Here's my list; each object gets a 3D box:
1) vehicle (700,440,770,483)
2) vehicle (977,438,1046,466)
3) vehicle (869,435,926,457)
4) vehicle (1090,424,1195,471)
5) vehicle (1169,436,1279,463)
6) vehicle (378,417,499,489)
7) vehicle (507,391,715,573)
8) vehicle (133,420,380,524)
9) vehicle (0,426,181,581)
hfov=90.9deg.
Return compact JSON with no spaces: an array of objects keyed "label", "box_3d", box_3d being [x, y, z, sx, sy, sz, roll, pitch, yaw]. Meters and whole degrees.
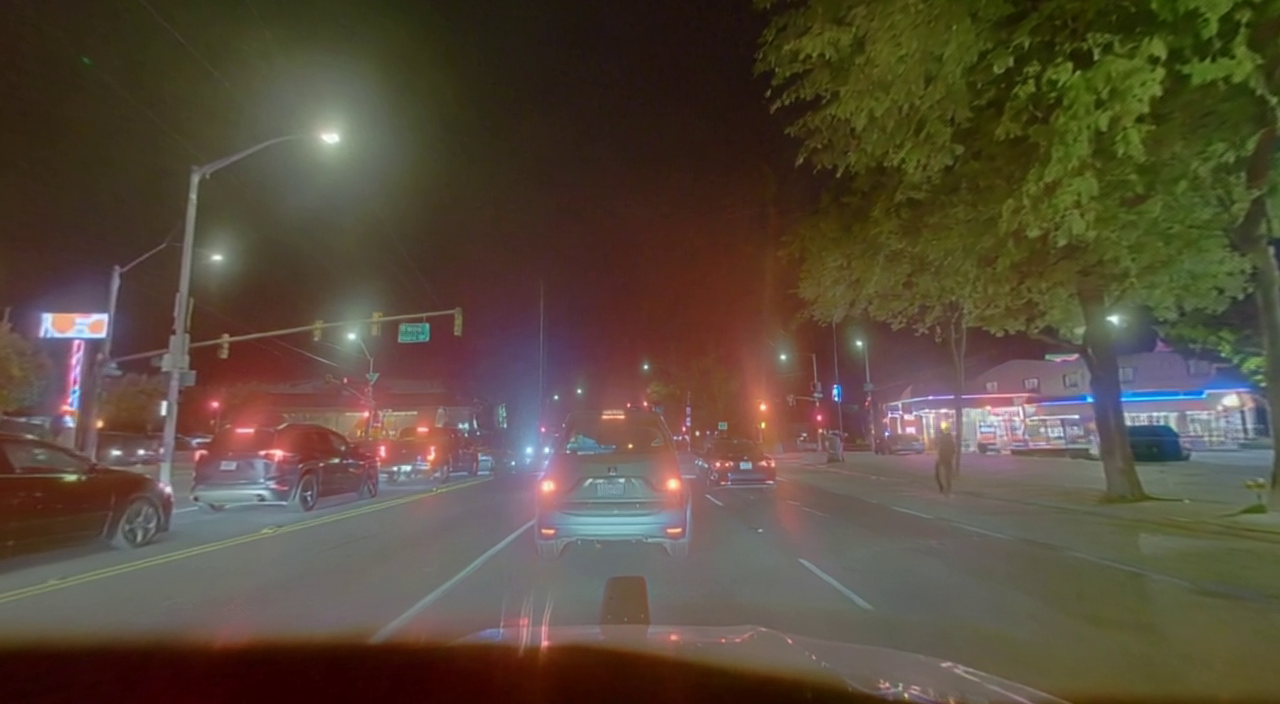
[{"label":"vehicle","box_3d":[3.461,4.061,23.729,2.023,1.441,4.240,0,-8,1]},{"label":"vehicle","box_3d":[20.153,5.390,34.152,3.836,1.443,1.694,6,-10,-35]},{"label":"vehicle","box_3d":[20.155,7.324,49.235,4.361,1.653,2.034,6,-10,-36]},{"label":"vehicle","box_3d":[19.302,3.649,24.185,4.156,1.622,1.924,6,-10,-35]},{"label":"vehicle","box_3d":[29.697,4.921,31.895,4.176,1.313,1.719,0,-9,2]},{"label":"vehicle","box_3d":[-6.465,3.305,20.869,2.496,2.112,4.351,0,-8,1]},{"label":"vehicle","box_3d":[-0.290,1.619,8.525,2.064,1.817,4.298,0,-8,0]},{"label":"vehicle","box_3d":[-7.148,2.278,12.480,1.941,1.655,4.503,0,-8,1]},{"label":"vehicle","box_3d":[-6.963,1.448,6.048,1.831,1.451,4.382,0,-8,-1]}]
